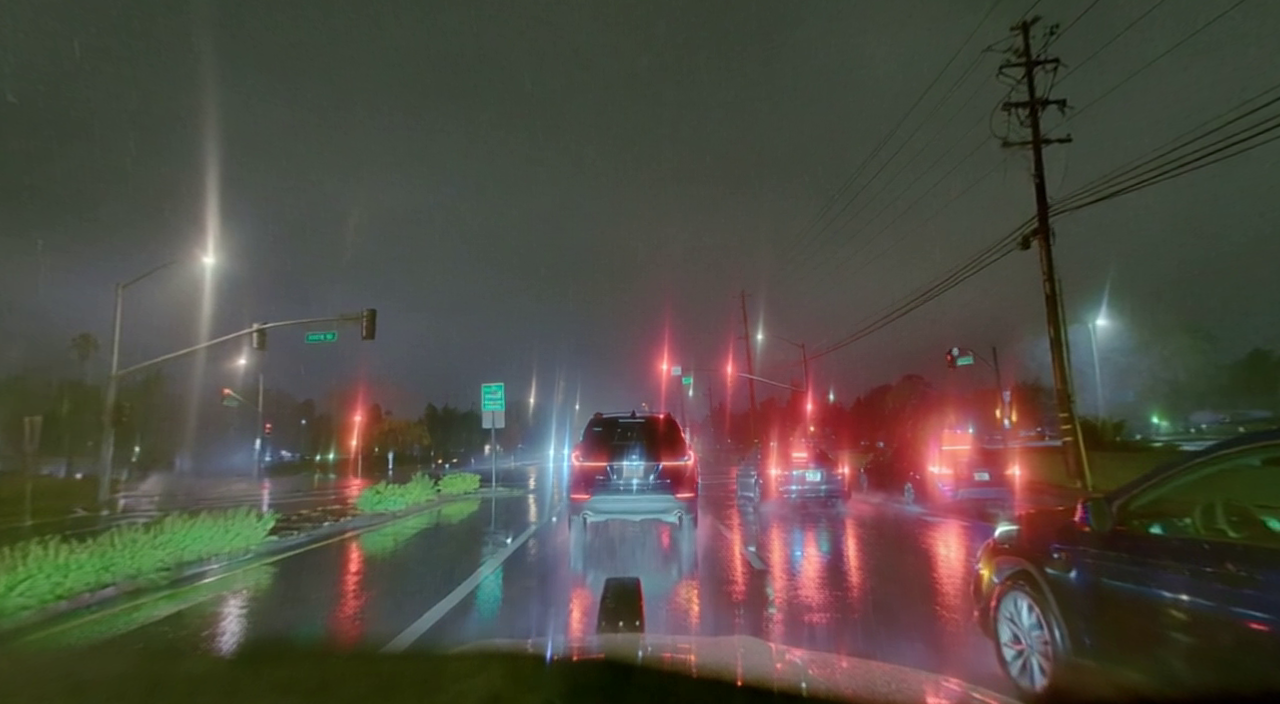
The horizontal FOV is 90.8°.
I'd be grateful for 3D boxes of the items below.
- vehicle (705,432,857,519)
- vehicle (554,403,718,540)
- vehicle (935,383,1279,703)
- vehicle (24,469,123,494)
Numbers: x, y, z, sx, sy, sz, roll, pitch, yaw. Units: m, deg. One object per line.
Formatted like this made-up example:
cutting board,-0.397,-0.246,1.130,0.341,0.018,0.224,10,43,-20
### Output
vehicle,2.684,2.467,13.171,2.025,1.477,4.333,0,-9,-2
vehicle,-0.103,1.994,11.132,2.236,1.856,4.816,0,-9,-1
vehicle,2.744,0.783,1.481,2.004,1.460,4.297,0,-9,0
vehicle,-38.244,8.735,42.739,4.569,1.505,1.992,1,-9,-5
